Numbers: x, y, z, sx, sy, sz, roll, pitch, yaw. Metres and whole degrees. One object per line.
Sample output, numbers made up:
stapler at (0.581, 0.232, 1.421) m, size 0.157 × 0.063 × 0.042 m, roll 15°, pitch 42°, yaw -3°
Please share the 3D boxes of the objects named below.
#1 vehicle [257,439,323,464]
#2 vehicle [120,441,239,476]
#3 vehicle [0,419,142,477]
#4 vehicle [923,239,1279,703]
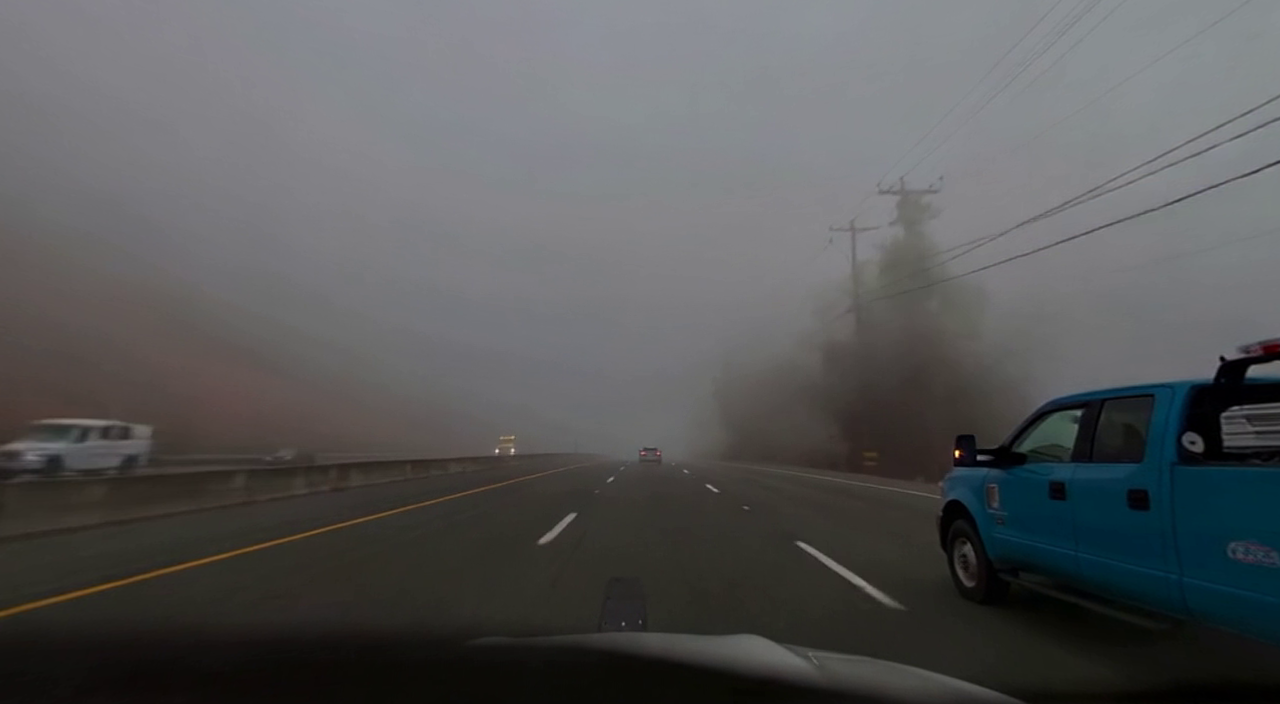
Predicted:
vehicle at (-25.155, 7.178, 45.303) m, size 1.995 × 1.687 × 4.555 m, roll 0°, pitch -9°, yaw 1°
vehicle at (-21.161, 4.893, 29.143) m, size 1.904 × 1.488 × 4.675 m, roll 0°, pitch -9°, yaw 1°
vehicle at (-25.412, 4.212, 27.629) m, size 2.331 × 2.254 × 5.541 m, roll 0°, pitch -9°, yaw 1°
vehicle at (3.901, 0.648, 2.475) m, size 2.538 × 2.228 × 6.370 m, roll 0°, pitch -9°, yaw 0°
